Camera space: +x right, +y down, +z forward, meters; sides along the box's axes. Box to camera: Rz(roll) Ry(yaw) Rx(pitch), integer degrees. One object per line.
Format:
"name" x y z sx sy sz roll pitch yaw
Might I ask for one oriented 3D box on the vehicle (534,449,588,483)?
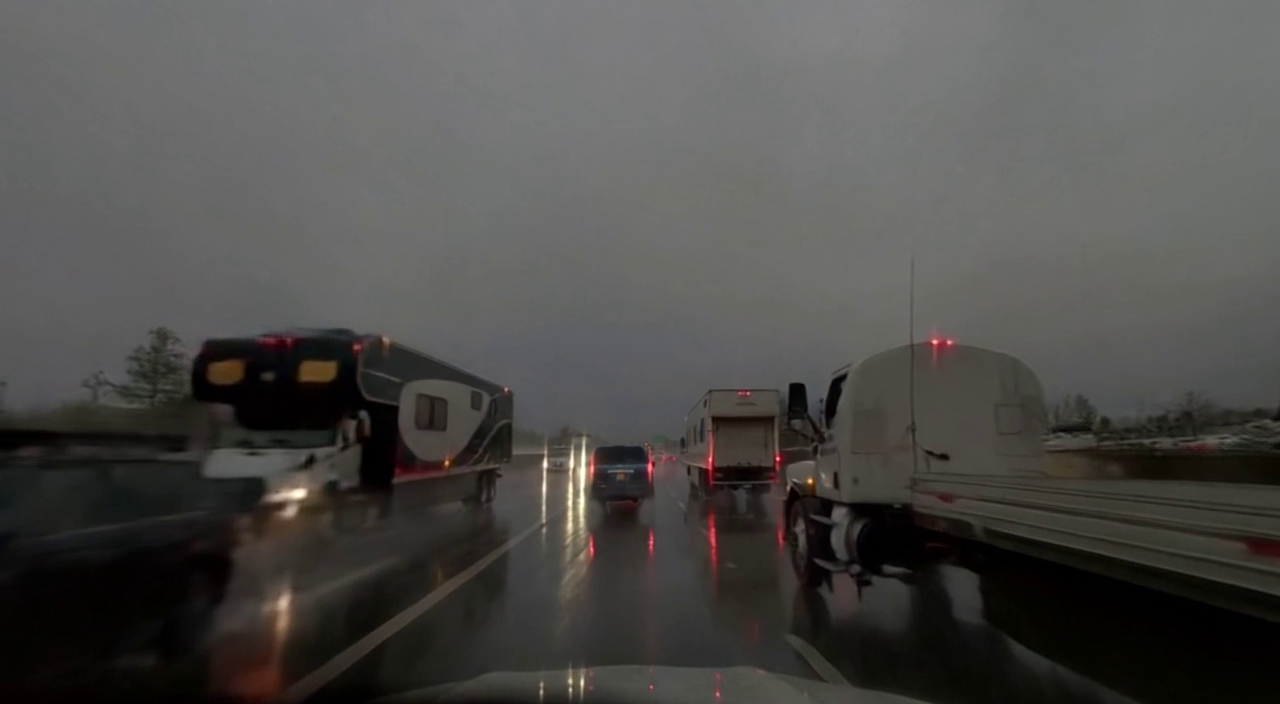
"vehicle" -3.622 5.286 29.577 1.930 1.431 4.156 0 -9 1

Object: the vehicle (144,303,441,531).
"vehicle" -6.942 1.539 13.963 3.008 3.987 5.871 0 -9 1

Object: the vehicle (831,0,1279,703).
"vehicle" 2.794 -0.314 1.113 2.934 3.963 5.832 0 -9 -1

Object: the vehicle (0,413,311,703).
"vehicle" -3.788 1.112 3.301 1.980 1.499 3.944 0 -9 0

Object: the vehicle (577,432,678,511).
"vehicle" -0.296 2.929 15.878 2.201 1.719 4.058 0 -9 -1
